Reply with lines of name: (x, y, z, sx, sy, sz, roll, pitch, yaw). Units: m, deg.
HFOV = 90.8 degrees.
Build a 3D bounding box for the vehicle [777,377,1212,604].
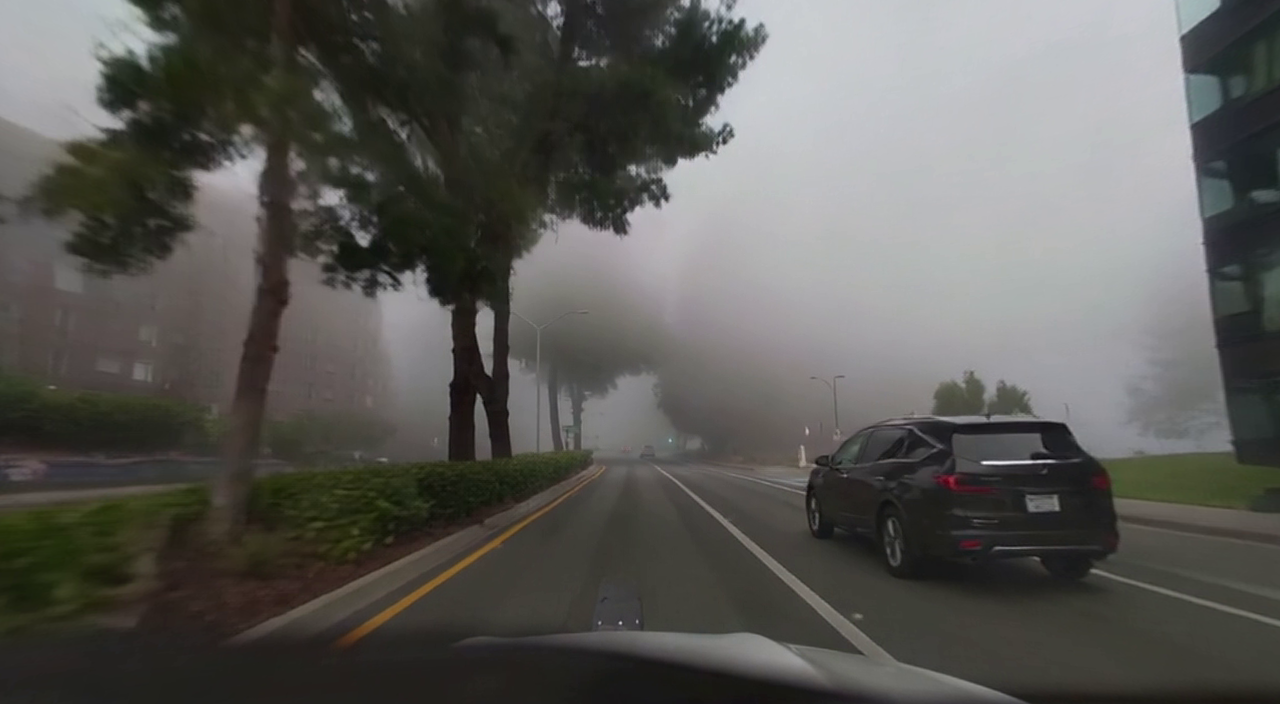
vehicle: (3.662, 1.591, 8.168, 2.505, 1.971, 5.162, 0, -9, -1)
